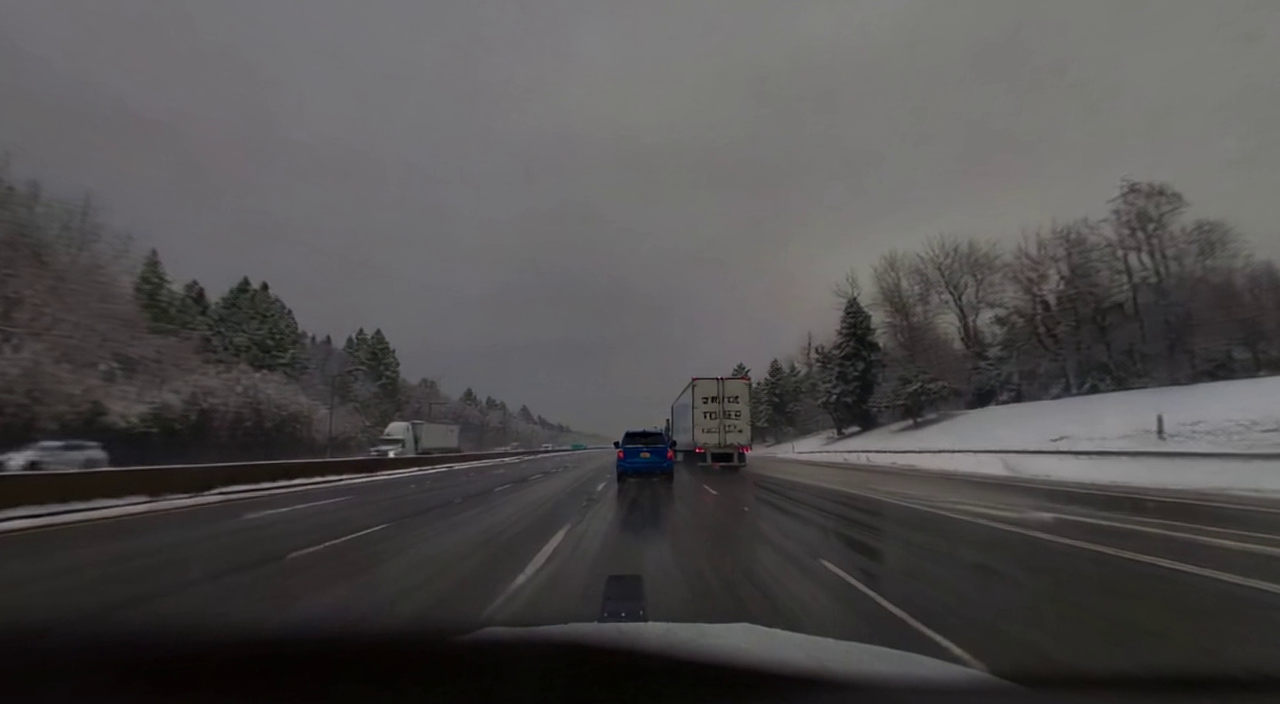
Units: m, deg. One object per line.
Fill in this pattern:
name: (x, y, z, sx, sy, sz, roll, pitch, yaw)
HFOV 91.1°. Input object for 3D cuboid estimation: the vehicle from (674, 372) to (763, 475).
vehicle: (3.582, 4.044, 33.251, 2.909, 4.135, 15.820, 0, -8, 1)

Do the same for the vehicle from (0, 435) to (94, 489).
vehicle: (-25.763, 4.403, 25.264, 2.238, 2.078, 5.872, 0, -8, 1)

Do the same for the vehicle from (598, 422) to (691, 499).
vehicle: (0.126, 2.750, 16.202, 2.054, 1.706, 4.201, 0, -8, 1)
